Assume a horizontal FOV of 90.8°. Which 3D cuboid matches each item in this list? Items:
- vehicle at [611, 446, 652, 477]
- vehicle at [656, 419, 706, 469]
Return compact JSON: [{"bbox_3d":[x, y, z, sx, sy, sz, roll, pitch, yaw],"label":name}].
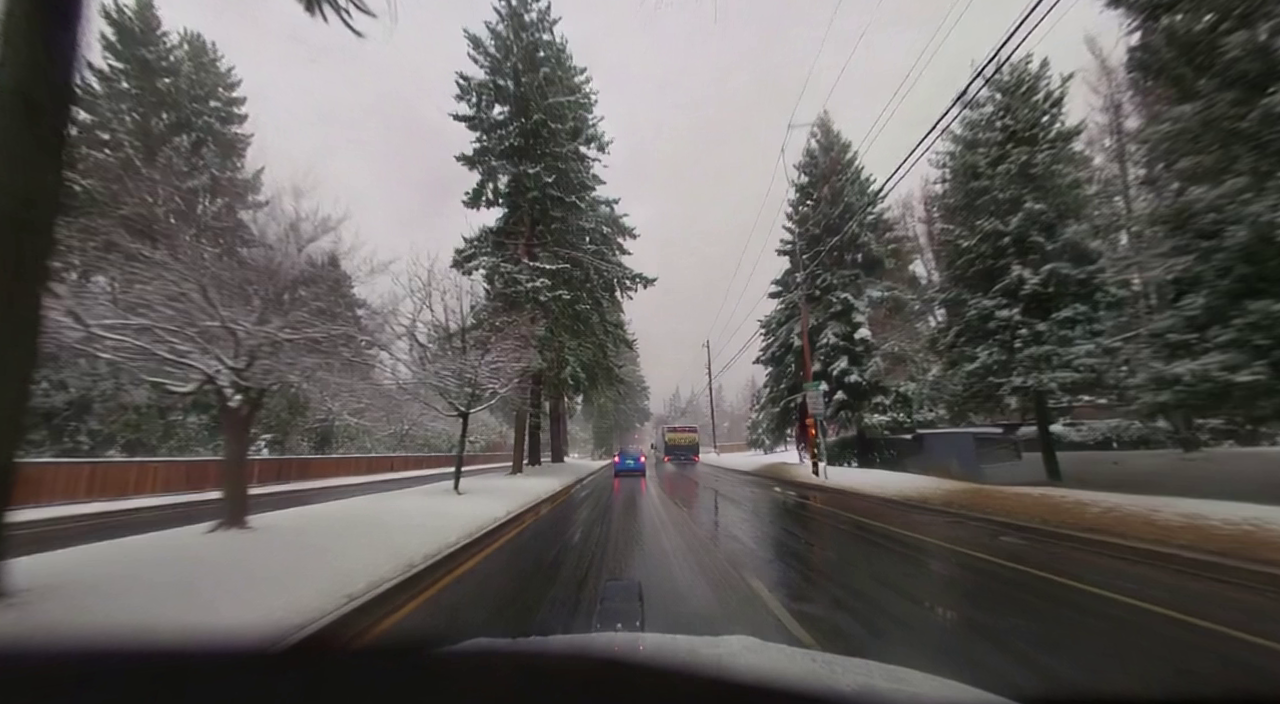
[{"bbox_3d":[-0.437,5.660,33.001,2.018,1.511,3.993,0,-8,0],"label":"vehicle"},{"bbox_3d":[2.912,7.097,48.595,2.789,3.285,12.428,0,-8,-1],"label":"vehicle"}]
